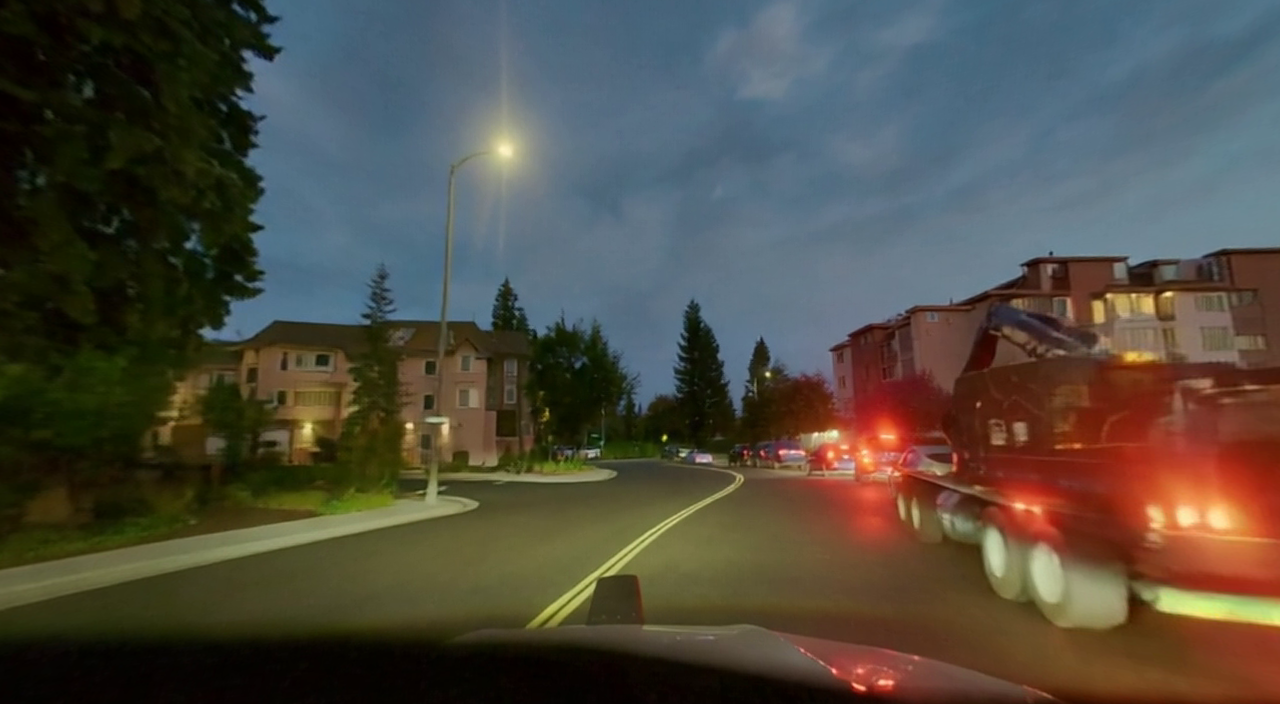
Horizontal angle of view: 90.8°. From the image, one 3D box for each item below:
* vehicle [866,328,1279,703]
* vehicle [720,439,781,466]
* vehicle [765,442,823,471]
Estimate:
[{"bbox_3d":[4.558,1.411,6.956,2.874,2.021,7.293,-2,-9,12],"label":"vehicle"},{"bbox_3d":[8.316,7.714,48.414,2.511,1.904,6.143,2,-9,-12],"label":"vehicle"},{"bbox_3d":[9.731,6.643,40.320,1.967,1.698,4.649,2,-9,-8],"label":"vehicle"}]
